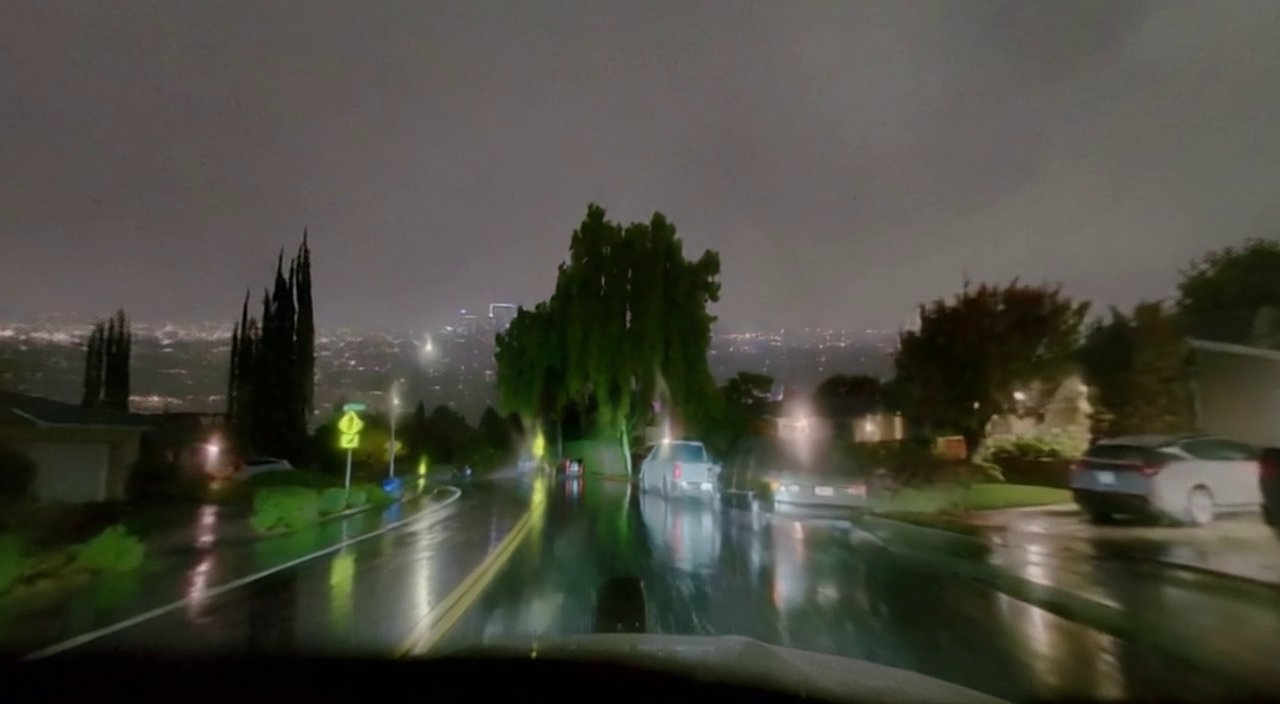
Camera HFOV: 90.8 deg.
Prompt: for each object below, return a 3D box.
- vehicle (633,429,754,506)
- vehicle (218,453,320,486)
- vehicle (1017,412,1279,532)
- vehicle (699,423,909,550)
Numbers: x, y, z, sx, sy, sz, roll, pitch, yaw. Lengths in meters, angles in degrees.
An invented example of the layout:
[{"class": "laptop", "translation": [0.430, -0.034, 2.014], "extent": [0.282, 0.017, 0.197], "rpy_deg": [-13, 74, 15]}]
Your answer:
[{"class": "vehicle", "translation": [1.298, 3.281, 18.298], "extent": [2.180, 1.849, 5.423], "rpy_deg": [2, -9, -10]}, {"class": "vehicle", "translation": [-20.349, 6.433, 34.830], "extent": [4.464, 1.681, 1.906], "rpy_deg": [3, -10, -18]}, {"class": "vehicle", "translation": [9.252, 2.111, 11.467], "extent": [4.469, 1.780, 1.970], "rpy_deg": [5, -10, -28]}, {"class": "vehicle", "translation": [2.421, 2.172, 10.861], "extent": [1.965, 1.663, 4.744], "rpy_deg": [1, -9, -5]}]
